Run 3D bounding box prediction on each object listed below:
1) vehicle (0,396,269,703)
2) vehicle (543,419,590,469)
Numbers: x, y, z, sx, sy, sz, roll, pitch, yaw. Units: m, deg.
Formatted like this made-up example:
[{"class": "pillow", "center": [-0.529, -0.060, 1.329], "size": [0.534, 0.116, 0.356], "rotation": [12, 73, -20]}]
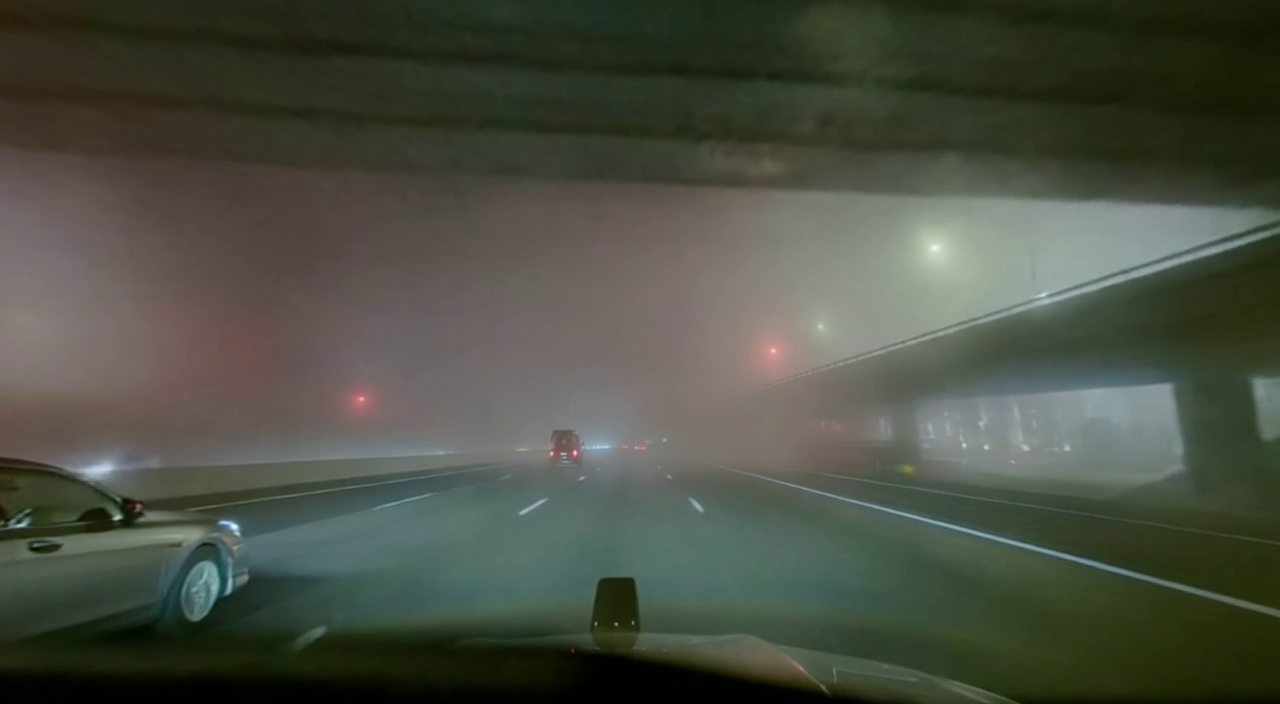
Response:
[{"class": "vehicle", "center": [-4.034, 0.964, 2.770], "size": [2.025, 1.556, 4.594], "rotation": [0, -8, 0]}, {"class": "vehicle", "center": [-4.635, 6.008, 41.091], "size": [2.364, 2.953, 6.732], "rotation": [0, -8, -1]}]
